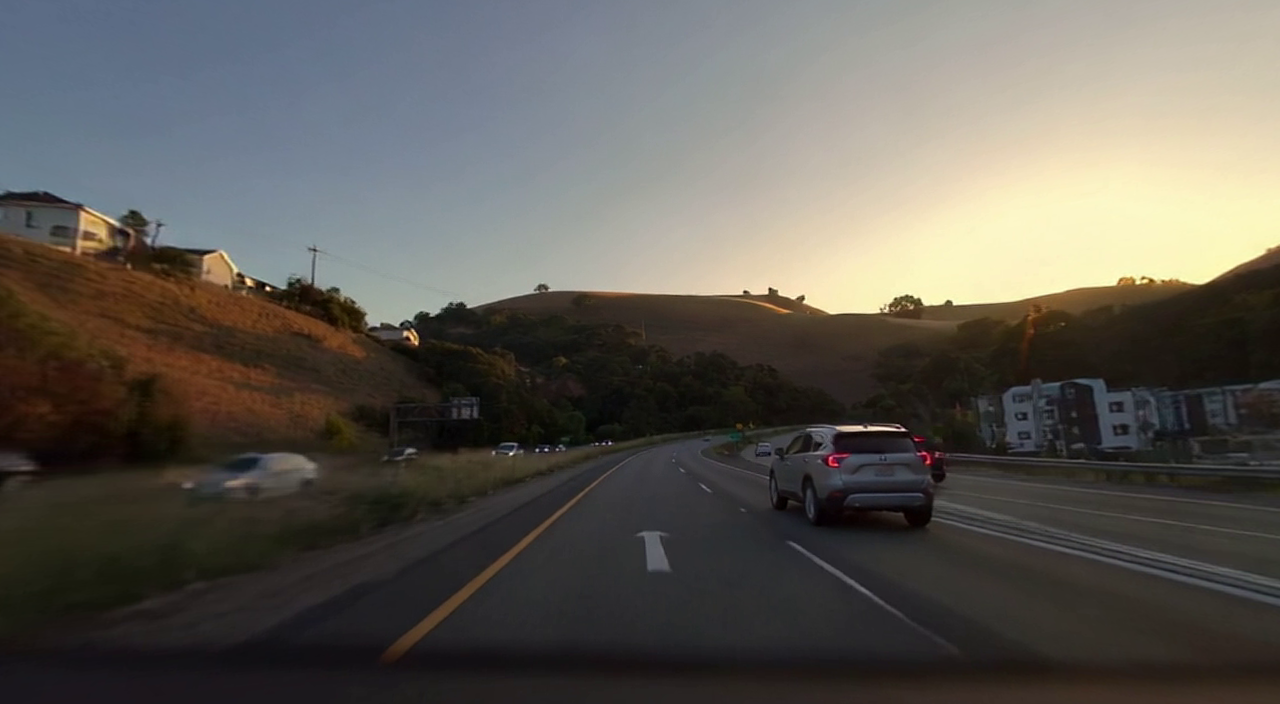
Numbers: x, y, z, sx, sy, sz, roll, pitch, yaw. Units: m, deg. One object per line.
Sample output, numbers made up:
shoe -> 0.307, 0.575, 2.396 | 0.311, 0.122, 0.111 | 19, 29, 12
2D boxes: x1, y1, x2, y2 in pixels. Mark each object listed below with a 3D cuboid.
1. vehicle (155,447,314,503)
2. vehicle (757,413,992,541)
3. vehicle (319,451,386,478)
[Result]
vehicle -> -13.803, 4.177, 21.912 | 2.328, 1.680, 4.778 | 0, -8, 0
vehicle -> 3.714, 2.091, 11.159 | 2.318, 1.766, 4.587 | 0, -8, -1
vehicle -> -17.384, 6.808, 38.305 | 1.868, 1.481, 4.469 | 0, -8, 1
